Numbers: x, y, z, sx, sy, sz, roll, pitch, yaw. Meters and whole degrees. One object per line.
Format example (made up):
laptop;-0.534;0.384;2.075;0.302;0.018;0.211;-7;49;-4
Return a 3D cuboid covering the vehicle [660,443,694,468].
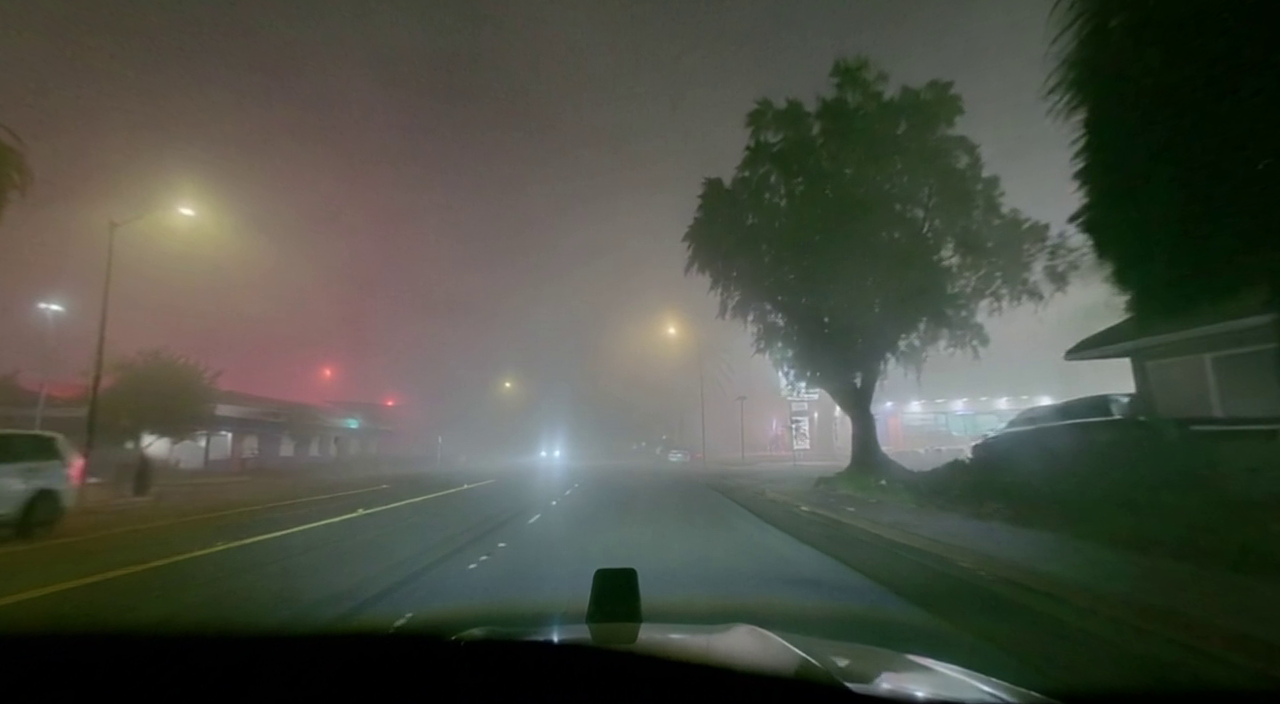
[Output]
vehicle;2.517;7.178;44.003;2.046;1.588;4.508;0;-9;-1
